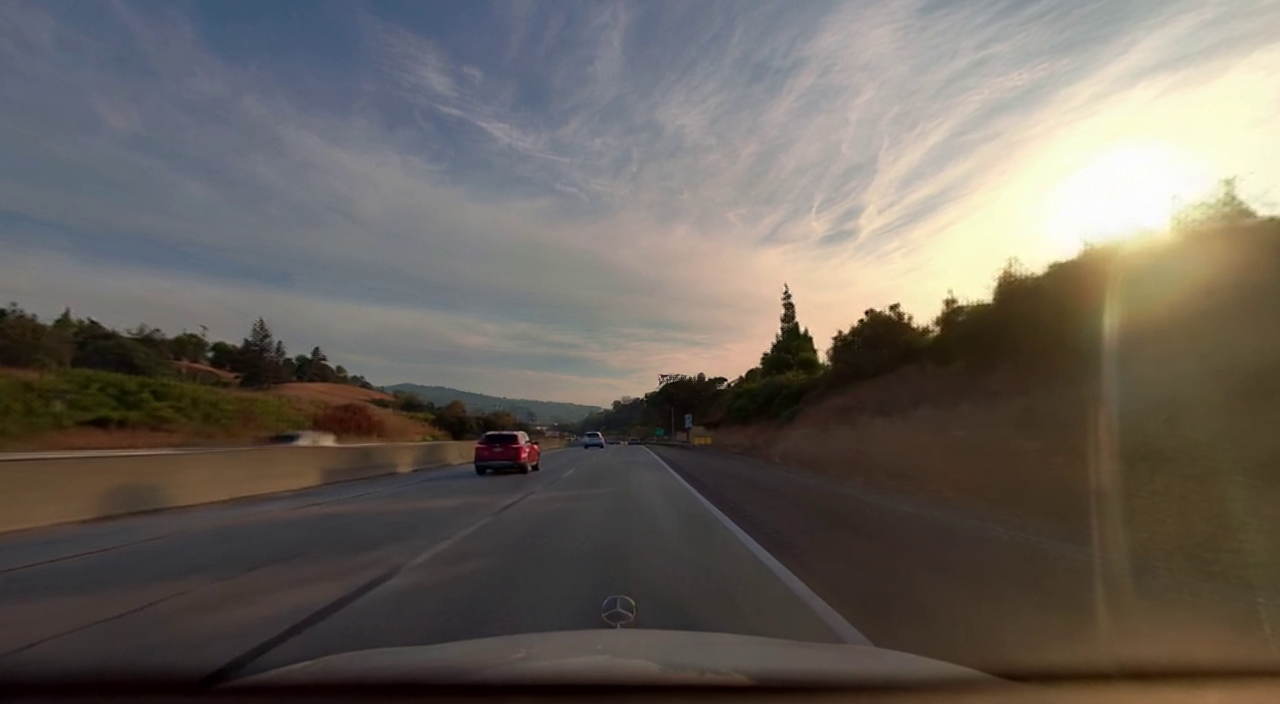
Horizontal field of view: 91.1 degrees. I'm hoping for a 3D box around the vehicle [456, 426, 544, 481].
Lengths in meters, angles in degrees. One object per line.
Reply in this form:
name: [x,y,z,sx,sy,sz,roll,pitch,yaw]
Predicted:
vehicle: [-4.651,3.420,21.602,2.070,1.647,4.577,0,-8,-1]
